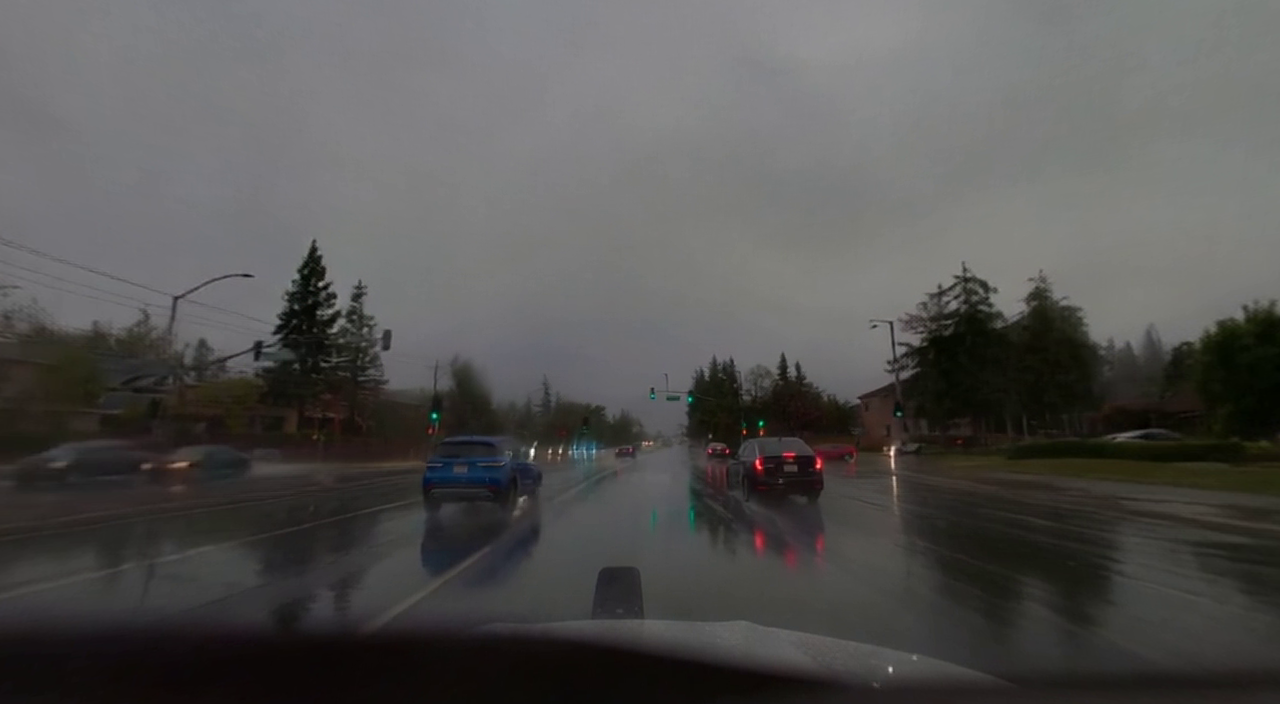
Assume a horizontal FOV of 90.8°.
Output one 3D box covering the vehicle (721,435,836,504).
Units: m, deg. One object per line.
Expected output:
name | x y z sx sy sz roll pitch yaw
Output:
vehicle | 3.648 3.190 17.609 2.132 1.659 4.387 0 -8 -1

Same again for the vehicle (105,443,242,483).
vehicle | -19.217 4.571 26.362 1.997 1.471 4.772 0 -8 1

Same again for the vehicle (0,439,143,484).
vehicle | -23.452 4.442 26.041 2.244 1.670 4.353 -1 -8 2

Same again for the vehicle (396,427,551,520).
vehicle | -3.401 2.583 13.999 2.045 1.688 4.632 0 -8 2
